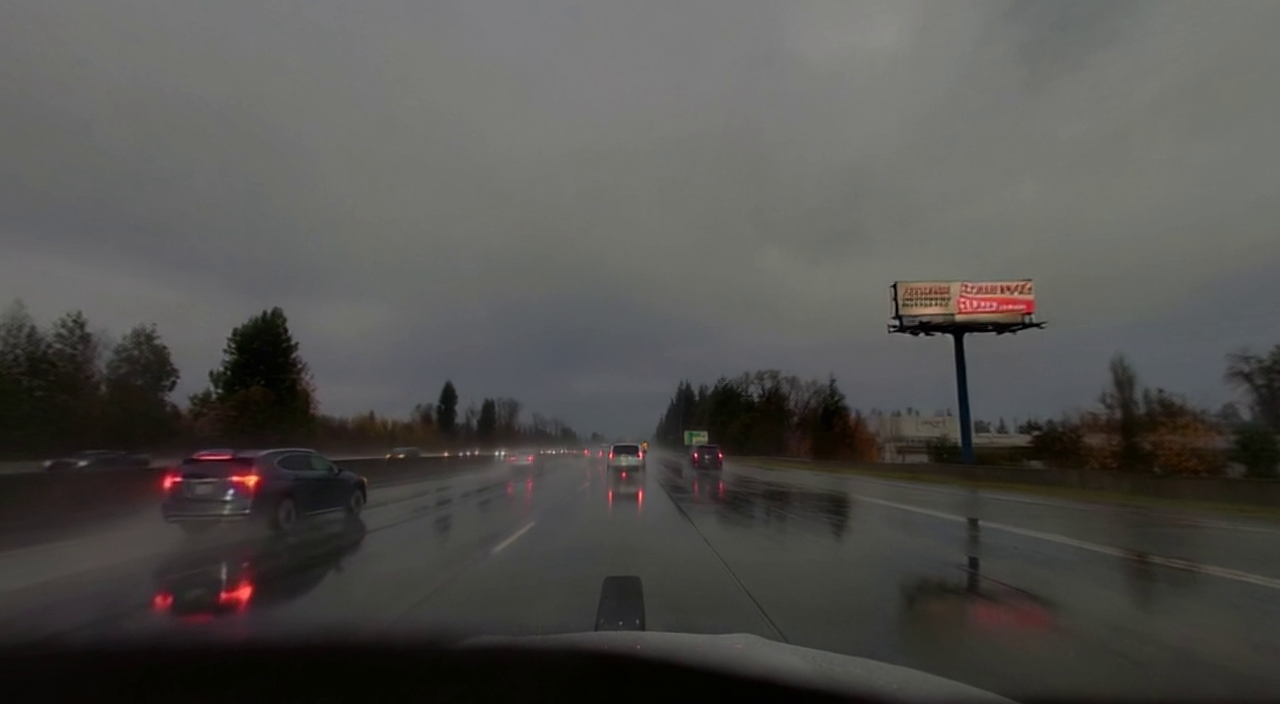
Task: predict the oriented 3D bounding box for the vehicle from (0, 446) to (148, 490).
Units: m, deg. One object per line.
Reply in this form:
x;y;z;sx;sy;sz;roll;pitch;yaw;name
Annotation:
-22.467;4.580;25.233;1.872;1.576;4.421;0;-8;0;vehicle

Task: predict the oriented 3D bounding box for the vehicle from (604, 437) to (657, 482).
-0.408;4.684;27.762;2.127;1.749;4.776;0;-8;0;vehicle

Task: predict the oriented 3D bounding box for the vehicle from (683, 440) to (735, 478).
3.304;5.217;30.987;1.925;1.716;4.378;0;-8;-2;vehicle

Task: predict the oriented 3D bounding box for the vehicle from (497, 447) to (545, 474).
-6.997;6.379;37.388;1.892;1.468;4.792;0;-8;0;vehicle

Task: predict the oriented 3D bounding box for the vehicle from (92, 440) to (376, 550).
-6.668;2.352;11.198;1.918;1.509;4.736;0;-8;0;vehicle
